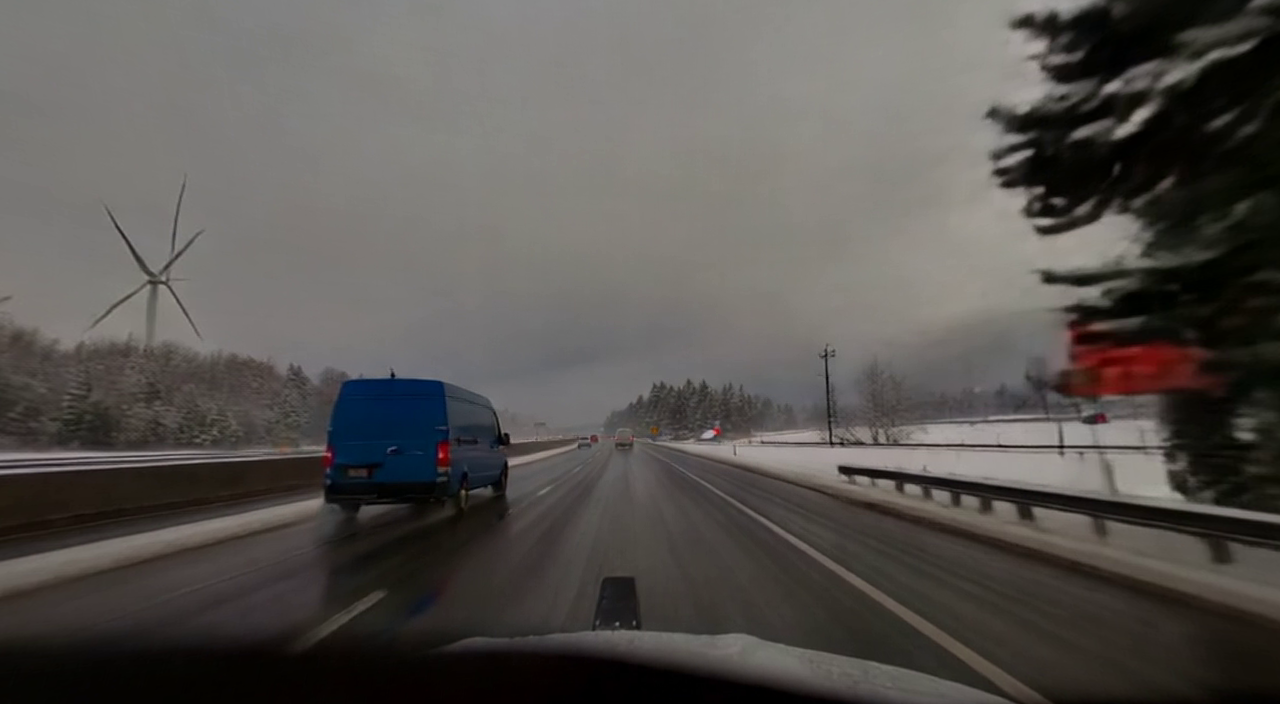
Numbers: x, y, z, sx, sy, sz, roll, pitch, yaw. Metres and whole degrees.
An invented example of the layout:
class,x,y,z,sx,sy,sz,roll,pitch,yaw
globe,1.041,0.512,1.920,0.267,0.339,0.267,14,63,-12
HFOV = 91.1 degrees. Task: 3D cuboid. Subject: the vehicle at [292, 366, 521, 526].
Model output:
class,x,y,z,sx,sy,sz,roll,pitch,yaw
vehicle,-3.899,1.709,11.790,2.303,2.323,5.089,0,-8,0
